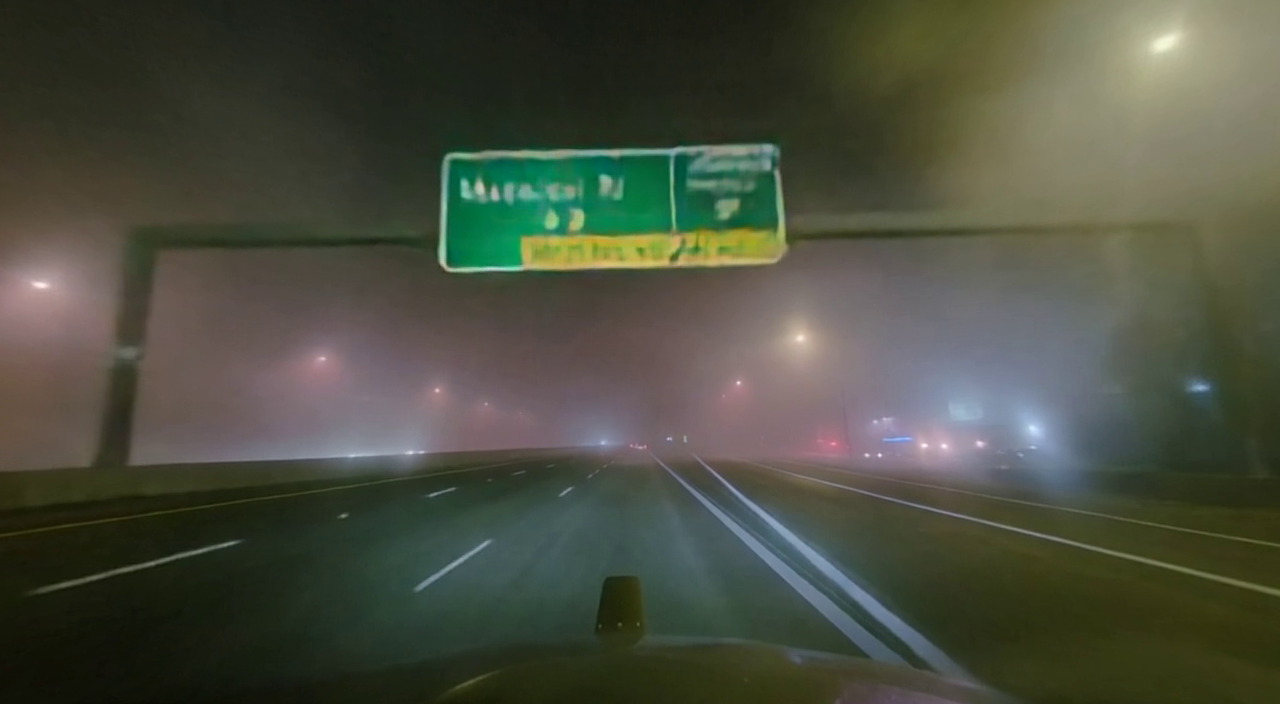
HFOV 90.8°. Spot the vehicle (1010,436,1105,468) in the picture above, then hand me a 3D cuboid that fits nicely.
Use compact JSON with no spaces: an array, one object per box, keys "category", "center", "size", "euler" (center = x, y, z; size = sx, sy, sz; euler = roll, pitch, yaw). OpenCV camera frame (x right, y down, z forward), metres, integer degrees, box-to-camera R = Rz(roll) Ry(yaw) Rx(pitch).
[{"category":"vehicle","center":[32.325,7.766,49.301],"size":[2.715,2.214,6.889],"euler":[1,-8,0]}]
